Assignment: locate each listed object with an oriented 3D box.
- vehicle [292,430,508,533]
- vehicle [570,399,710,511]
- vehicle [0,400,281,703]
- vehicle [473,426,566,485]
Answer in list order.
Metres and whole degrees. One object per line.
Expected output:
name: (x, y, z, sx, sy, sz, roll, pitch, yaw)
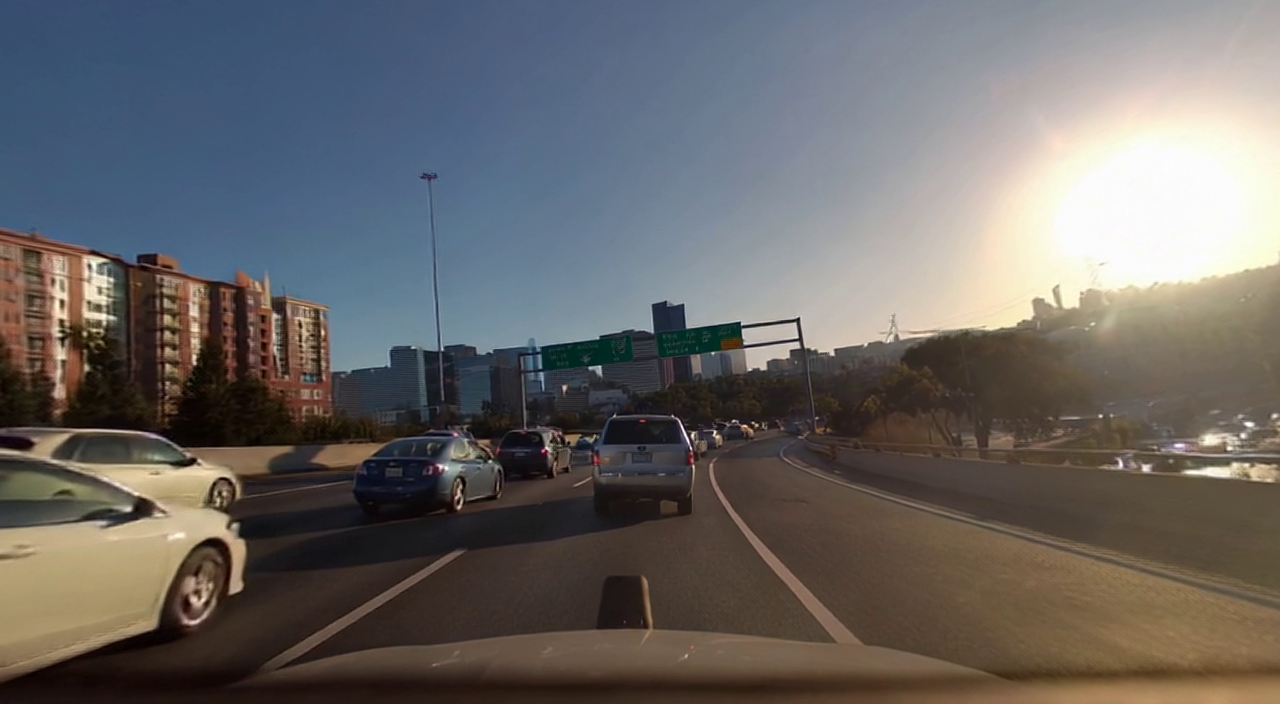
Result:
vehicle: (-3.996, 2.223, 11.458, 2.087, 1.481, 4.225, 0, -9, 2)
vehicle: (0.074, 2.367, 14.807, 2.616, 2.063, 5.933, 0, -9, 1)
vehicle: (-3.741, 0.870, 2.143, 1.998, 1.494, 5.020, 0, -9, 1)
vehicle: (-3.818, 3.380, 20.837, 1.953, 1.729, 4.377, 0, -9, 4)
